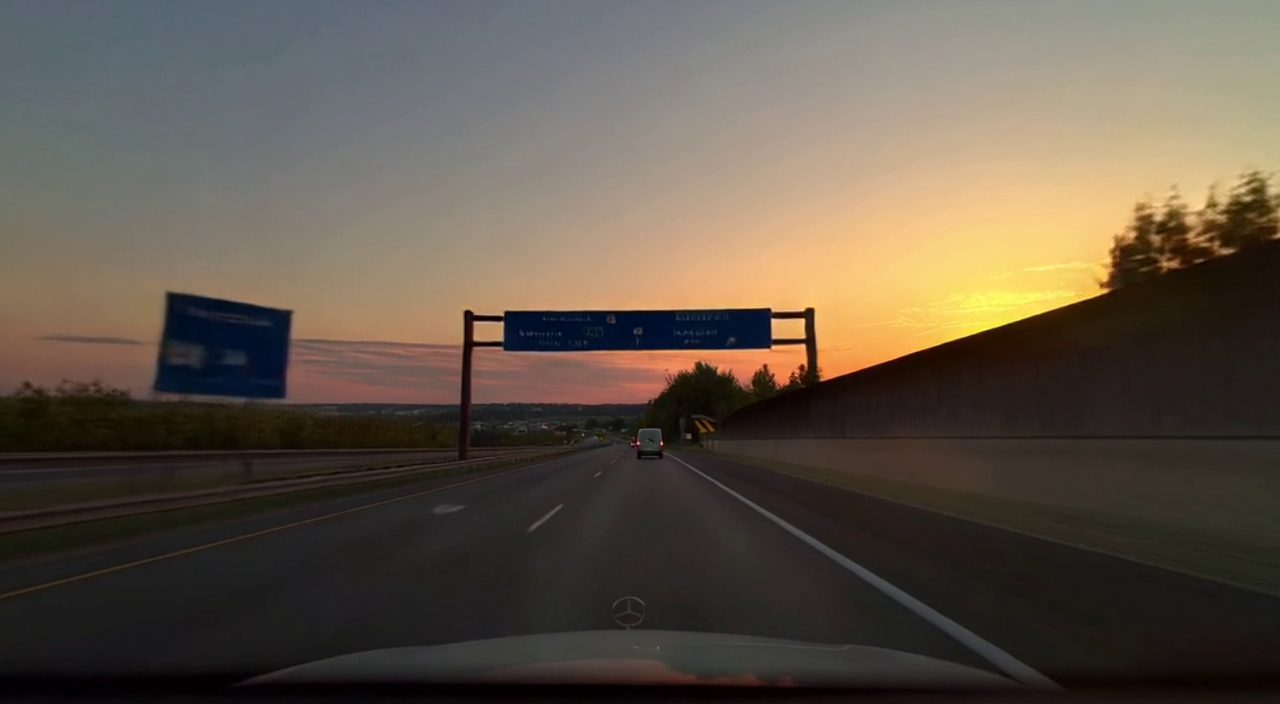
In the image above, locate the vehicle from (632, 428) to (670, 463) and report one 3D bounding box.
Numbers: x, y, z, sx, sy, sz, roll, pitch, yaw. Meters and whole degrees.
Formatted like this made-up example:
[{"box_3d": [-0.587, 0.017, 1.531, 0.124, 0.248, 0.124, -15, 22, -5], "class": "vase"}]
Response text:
[{"box_3d": [0.730, 6.100, 41.049, 2.277, 2.109, 4.922, 0, -8, 1], "class": "vehicle"}]
